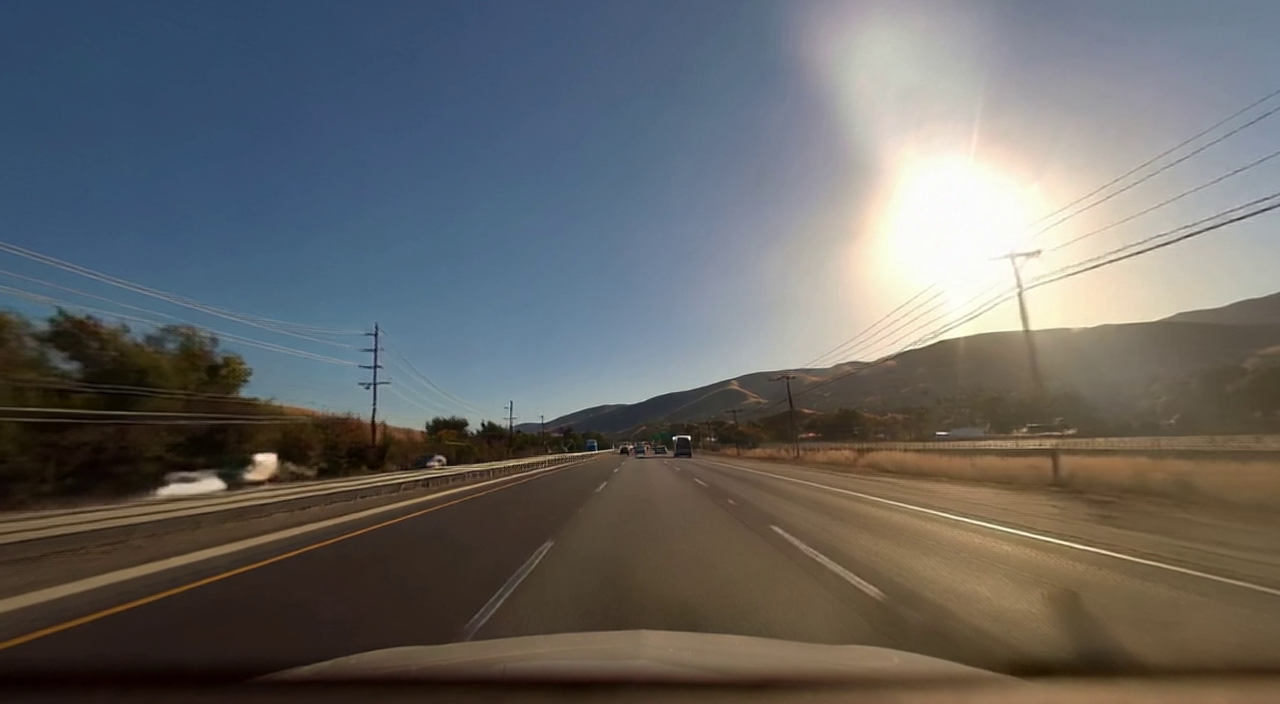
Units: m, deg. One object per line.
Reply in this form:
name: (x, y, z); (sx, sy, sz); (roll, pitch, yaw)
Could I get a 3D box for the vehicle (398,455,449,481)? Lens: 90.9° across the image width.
vehicle: (-16.228, 8.671, 47.535); (2.122, 1.774, 4.756); (0, -8, 1)

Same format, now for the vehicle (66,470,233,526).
vehicle: (-16.504, 4.910, 21.634); (1.871, 1.491, 4.706); (0, -8, 1)
